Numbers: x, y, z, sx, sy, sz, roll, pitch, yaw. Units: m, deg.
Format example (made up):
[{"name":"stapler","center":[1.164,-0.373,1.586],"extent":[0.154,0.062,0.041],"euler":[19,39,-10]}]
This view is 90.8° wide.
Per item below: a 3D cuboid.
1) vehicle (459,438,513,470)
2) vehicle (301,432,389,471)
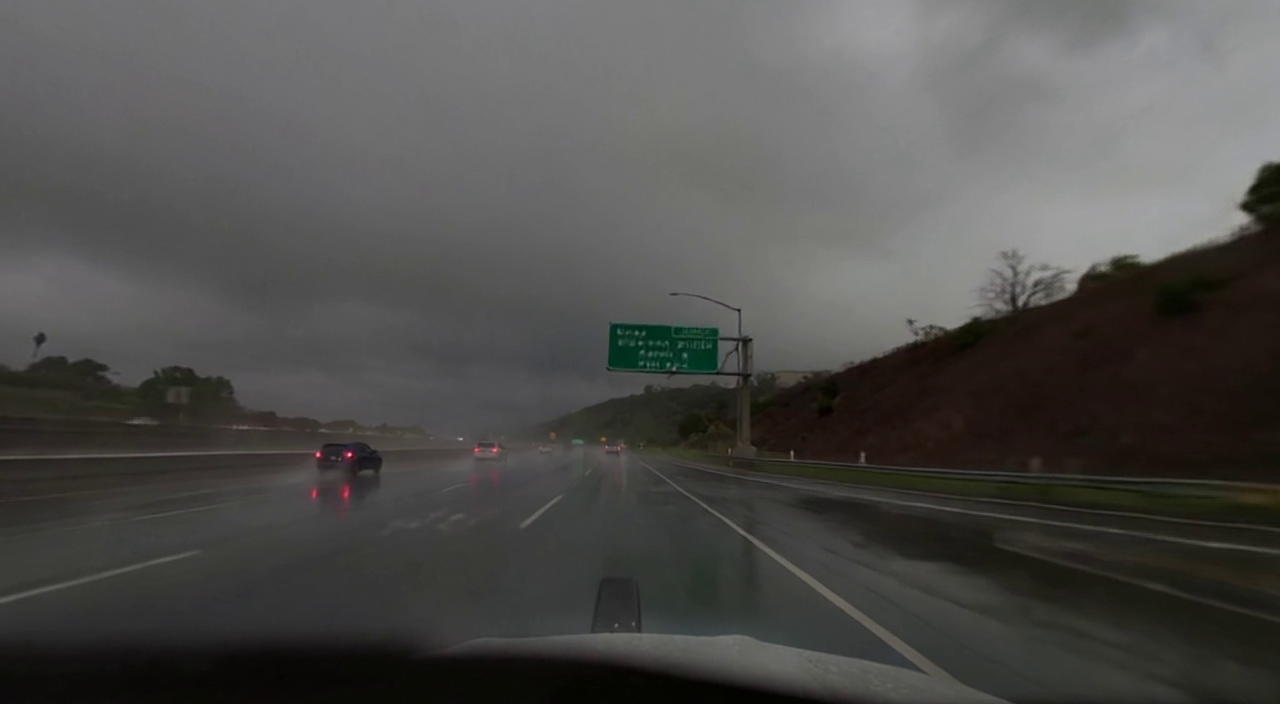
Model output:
[{"name":"vehicle","center":[-8.859,5.876,36.643],"extent":[2.104,1.715,4.319],"euler":[0,-9,-1]},{"name":"vehicle","center":[-15.865,5.395,34.366],"extent":[2.240,1.953,5.452],"euler":[0,-9,-2]}]
